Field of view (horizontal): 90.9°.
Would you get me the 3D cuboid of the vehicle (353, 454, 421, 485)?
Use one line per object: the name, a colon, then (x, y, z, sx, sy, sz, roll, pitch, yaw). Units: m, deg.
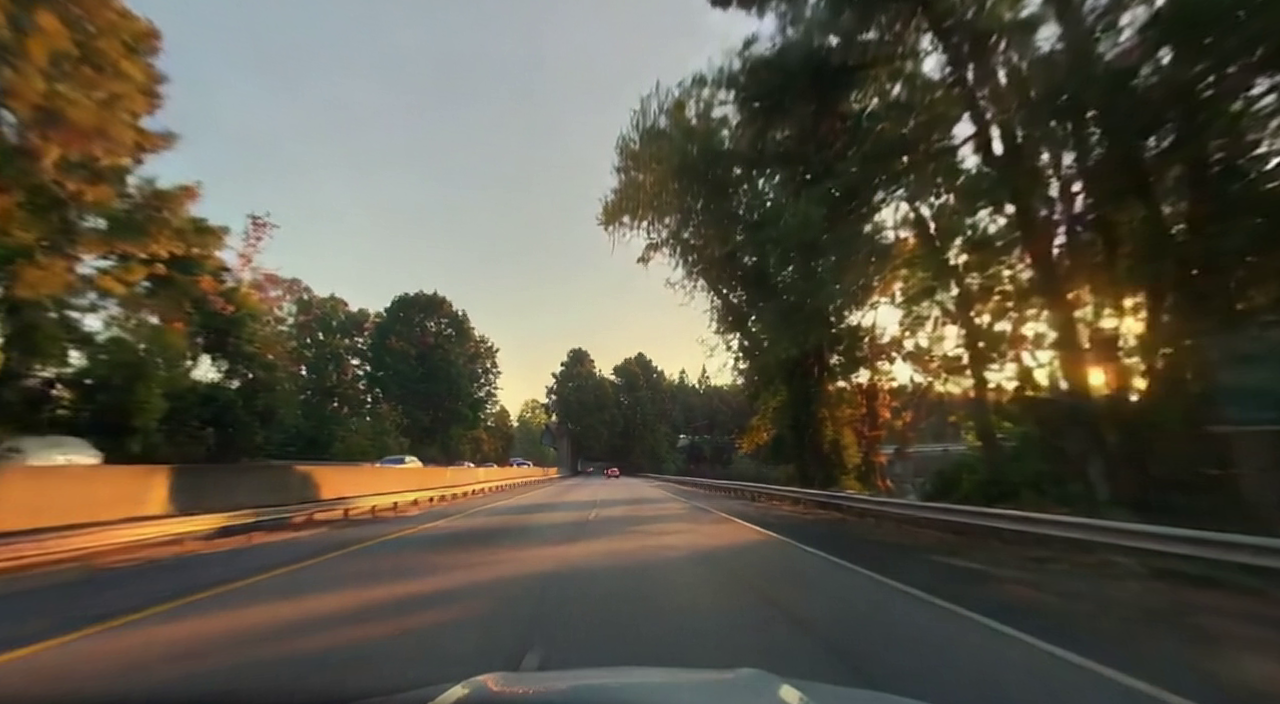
vehicle: (-12.557, 5.871, 31.503, 1.839, 1.411, 4.139, 1, -11, -3)
